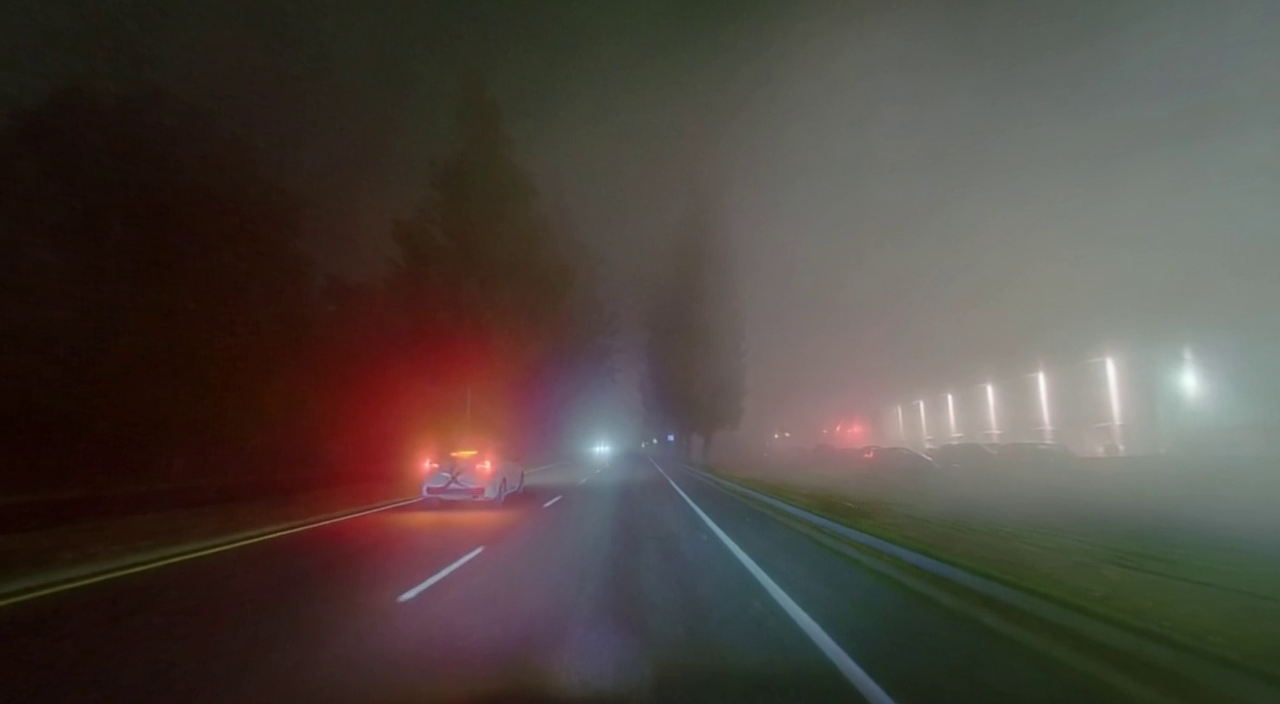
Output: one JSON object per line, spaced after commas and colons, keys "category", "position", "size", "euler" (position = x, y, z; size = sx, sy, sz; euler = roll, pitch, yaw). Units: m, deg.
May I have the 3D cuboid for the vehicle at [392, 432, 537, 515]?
{"category": "vehicle", "position": [-3.642, 2.604, 13.966], "size": [2.030, 1.550, 3.925], "euler": [0, -8, 1]}
